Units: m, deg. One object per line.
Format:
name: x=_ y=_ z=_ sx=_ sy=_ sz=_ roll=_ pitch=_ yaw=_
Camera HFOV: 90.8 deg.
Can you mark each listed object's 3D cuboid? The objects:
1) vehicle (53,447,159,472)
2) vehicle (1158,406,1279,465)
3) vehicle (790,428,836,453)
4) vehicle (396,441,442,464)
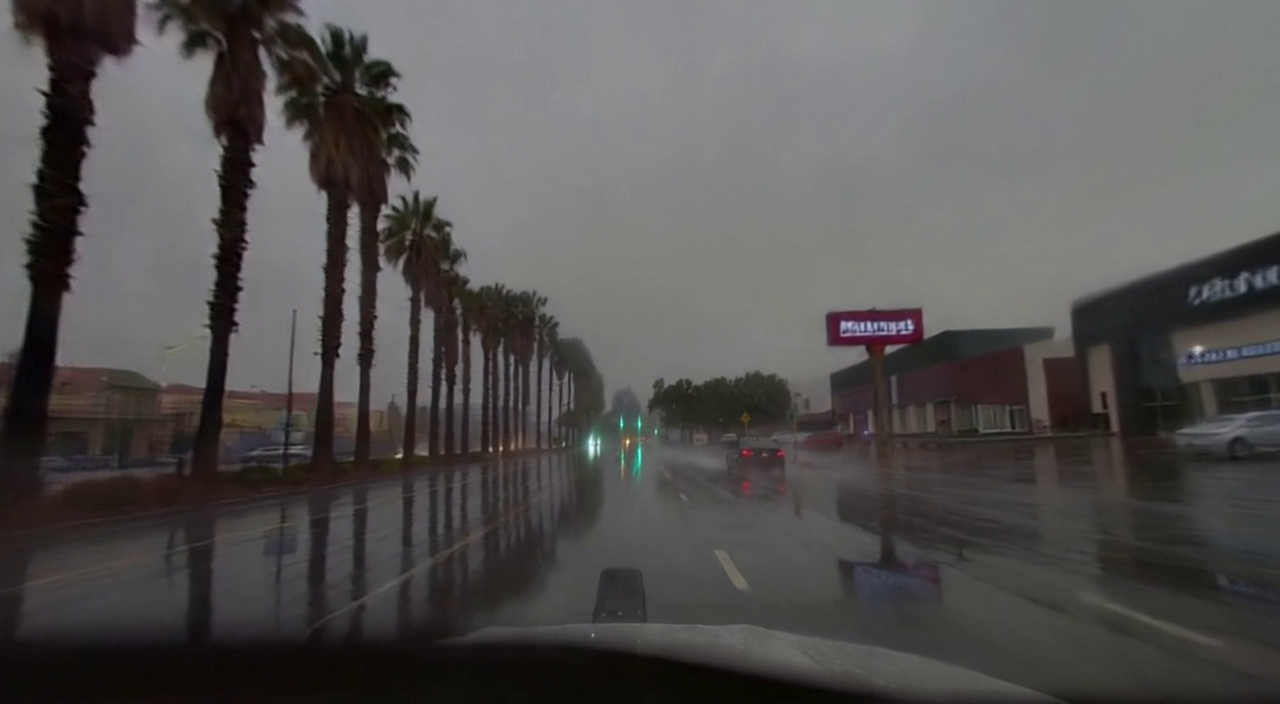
vehicle: x=-37.281 y=7.507 z=44.281 sx=5.410 sy=1.633 sz=2.366 roll=7 pitch=-11 yaw=-39
vehicle: x=19.382 y=2.560 z=19.689 sx=4.552 sy=1.649 sz=2.187 roll=-2 pitch=-9 yaw=-3
vehicle: x=12.331 y=6.362 z=45.342 sx=1.909 sy=1.686 sz=4.670 roll=0 pitch=-9 yaw=-1
vehicle: x=-16.868 y=7.679 z=48.417 sx=1.876 sy=1.460 sz=4.483 roll=-3 pitch=-7 yaw=2
